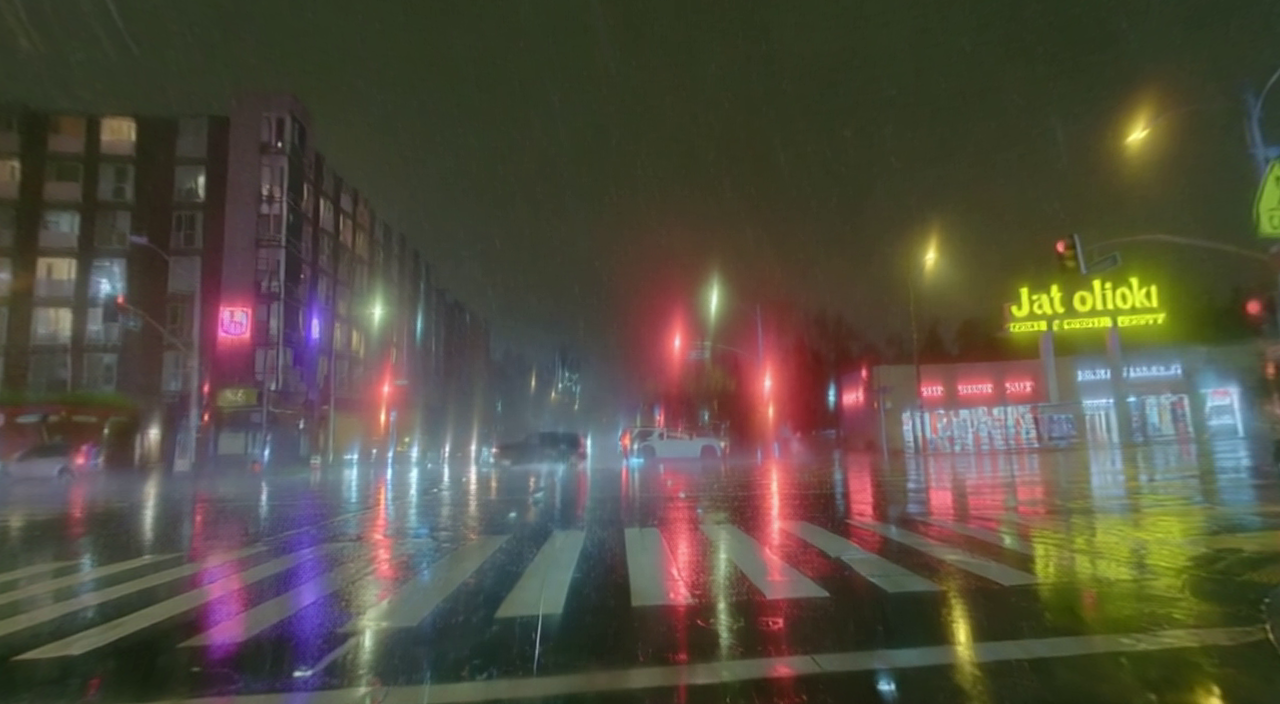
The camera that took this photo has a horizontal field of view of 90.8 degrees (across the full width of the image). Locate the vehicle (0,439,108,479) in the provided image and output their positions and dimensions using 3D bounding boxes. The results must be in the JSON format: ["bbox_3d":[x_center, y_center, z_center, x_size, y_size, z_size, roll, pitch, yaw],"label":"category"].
[{"bbox_3d":[-31.528,5.614,33.551,2.205,1.903,5.877,1,-9,-10],"label":"vehicle"}]

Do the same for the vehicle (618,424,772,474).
[{"bbox_3d":[1.690,3.107,20.379,4.612,1.521,1.811,1,-9,-10],"label":"vehicle"}]

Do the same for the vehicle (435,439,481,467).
[{"bbox_3d":[-10.937,6.091,38.266,1.885,1.545,4.124,0,-8,-5],"label":"vehicle"}]

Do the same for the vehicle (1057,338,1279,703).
[{"bbox_3d":[3.024,0.612,0.872,1.866,1.654,4.354,0,-8,0],"label":"vehicle"}]

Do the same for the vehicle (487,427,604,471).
[{"bbox_3d":[-3.775,3.895,25.559,4.513,1.682,1.810,1,-9,-7],"label":"vehicle"}]
